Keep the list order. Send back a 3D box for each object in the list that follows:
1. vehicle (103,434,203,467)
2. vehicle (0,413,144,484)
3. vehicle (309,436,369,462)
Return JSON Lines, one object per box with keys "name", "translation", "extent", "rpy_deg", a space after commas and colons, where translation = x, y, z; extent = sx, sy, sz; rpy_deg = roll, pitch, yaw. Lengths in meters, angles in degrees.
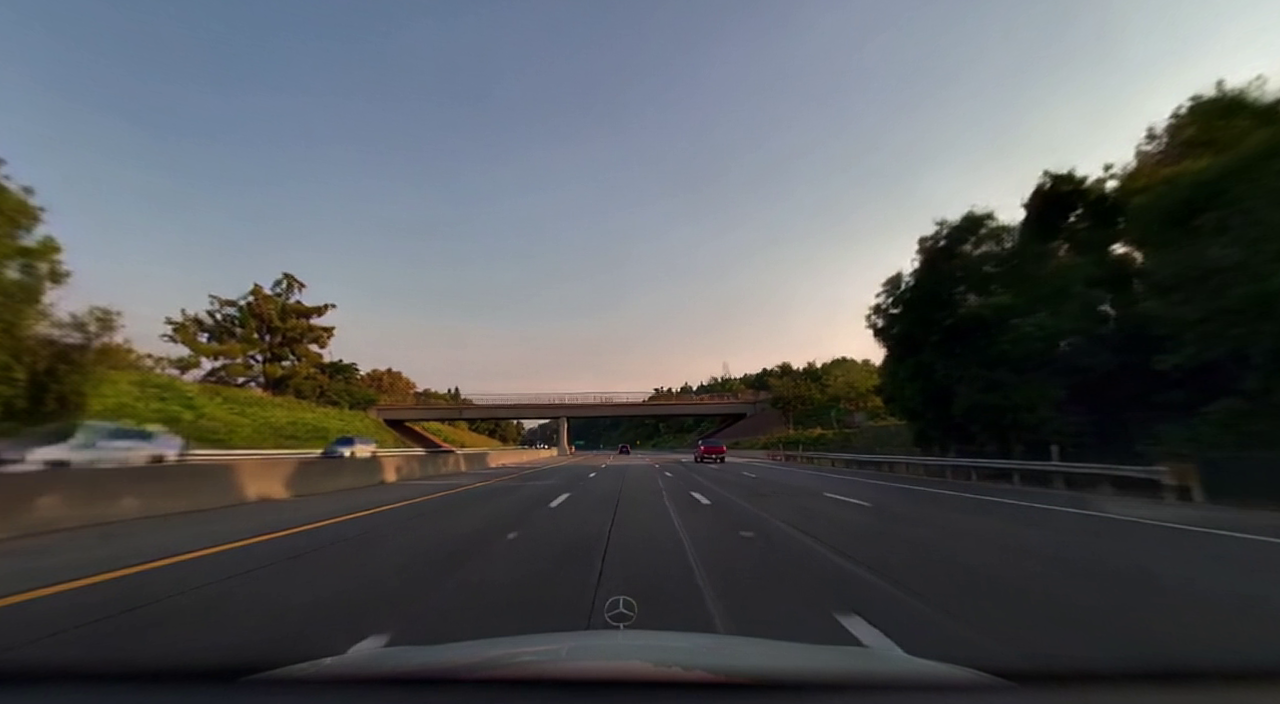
{"name": "vehicle", "translation": [-27.495, 5.576, 35.913], "extent": [2.001, 1.697, 4.646], "rpy_deg": [0, -9, -1]}
{"name": "vehicle", "translation": [-15.648, 2.499, 16.320], "extent": [1.945, 1.614, 4.597], "rpy_deg": [0, -9, -1]}
{"name": "vehicle", "translation": [-19.412, 6.288, 40.994], "extent": [1.787, 1.546, 4.284], "rpy_deg": [0, -8, 0]}
